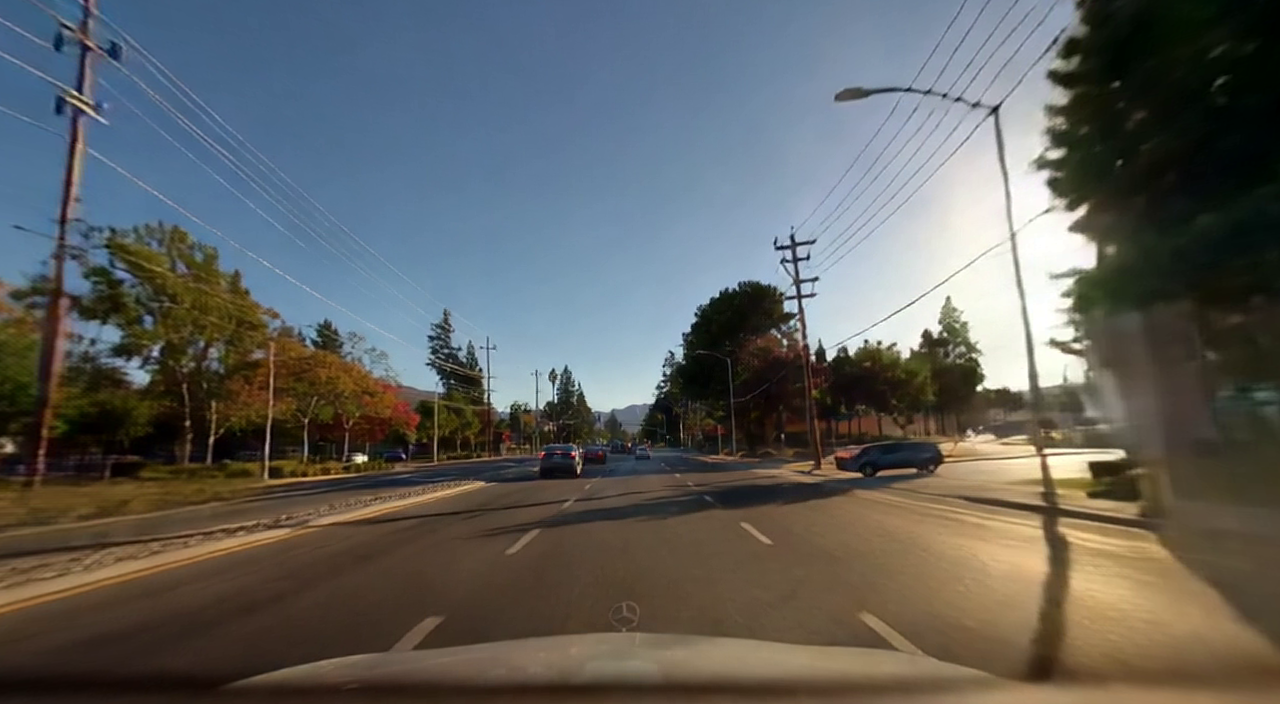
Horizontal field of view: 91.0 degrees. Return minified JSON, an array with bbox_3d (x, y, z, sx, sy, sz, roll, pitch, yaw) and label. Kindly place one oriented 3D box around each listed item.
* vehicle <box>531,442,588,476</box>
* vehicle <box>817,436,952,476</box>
[{"bbox_3d":[-3.637,4.925,29.327,2.076,1.444,4.328,0,-8,0],"label":"vehicle"},{"bbox_3d":[10.338,4.424,26.851,4.885,1.576,2.024,1,-9,-6],"label":"vehicle"}]
